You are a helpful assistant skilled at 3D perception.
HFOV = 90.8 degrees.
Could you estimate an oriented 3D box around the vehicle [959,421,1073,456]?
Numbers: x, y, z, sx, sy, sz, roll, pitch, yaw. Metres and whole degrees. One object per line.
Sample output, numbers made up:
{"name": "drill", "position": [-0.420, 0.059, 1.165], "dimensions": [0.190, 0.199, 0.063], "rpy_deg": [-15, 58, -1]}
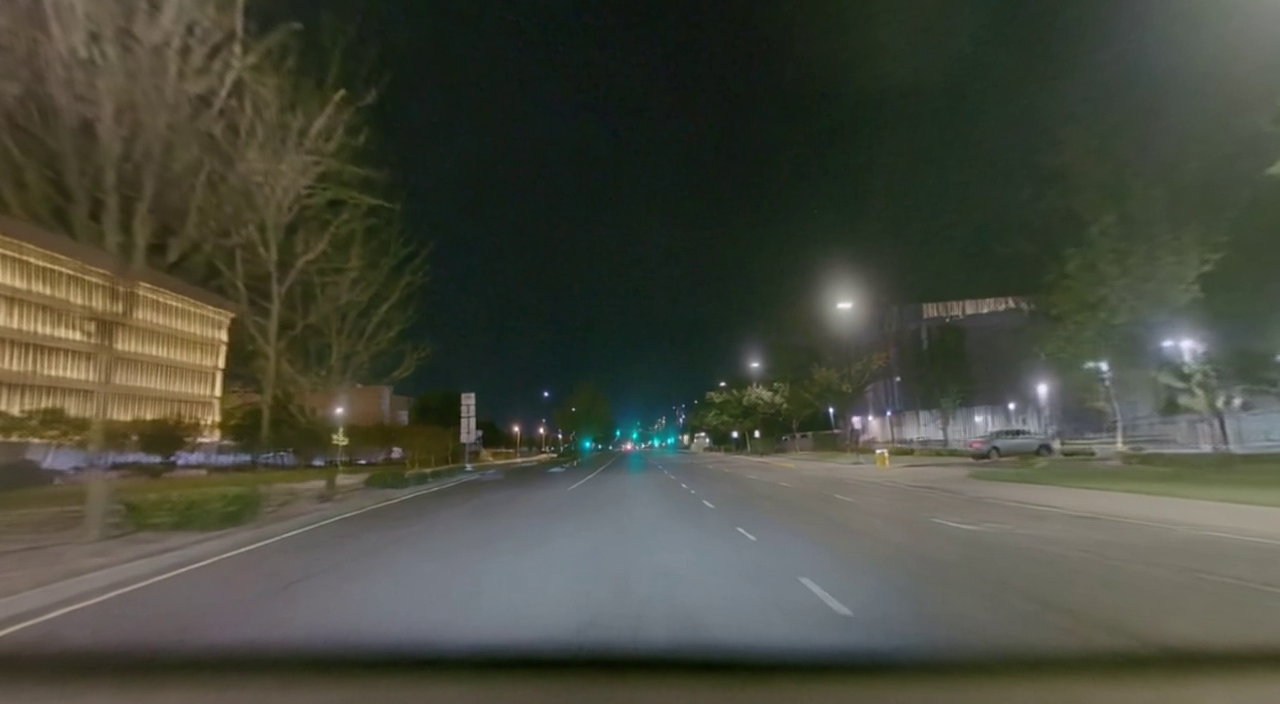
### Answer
{"name": "vehicle", "position": [20.009, 4.621, 33.773], "dimensions": [4.656, 1.752, 2.309], "rpy_deg": [0, -9, -4]}

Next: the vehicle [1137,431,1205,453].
{"name": "vehicle", "position": [39.858, 6.775, 47.468], "dimensions": [3.517, 1.432, 1.583], "rpy_deg": [-4, -8, 0]}

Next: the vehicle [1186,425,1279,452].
{"name": "vehicle", "position": [34.248, 5.004, 36.385], "dimensions": [4.002, 1.471, 1.720], "rpy_deg": [0, -9, -3]}
